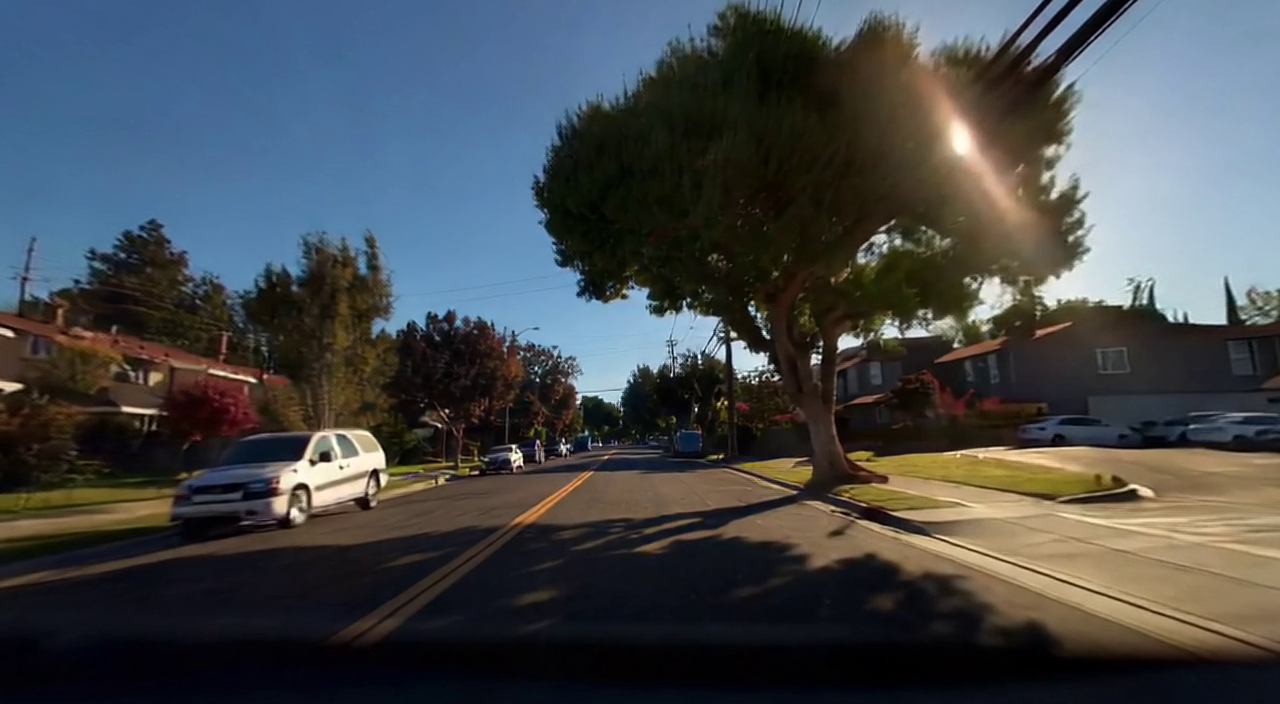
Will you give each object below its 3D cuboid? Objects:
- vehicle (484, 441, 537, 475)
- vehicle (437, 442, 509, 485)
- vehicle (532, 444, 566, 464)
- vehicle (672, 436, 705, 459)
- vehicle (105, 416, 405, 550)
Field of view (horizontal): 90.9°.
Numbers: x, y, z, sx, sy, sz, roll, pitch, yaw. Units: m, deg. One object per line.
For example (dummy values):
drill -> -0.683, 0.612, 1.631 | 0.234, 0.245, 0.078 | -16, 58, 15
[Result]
vehicle -> -6.703, 5.520, 33.172 | 1.887, 1.514, 4.436 | -1, -6, 0
vehicle -> -7.018, 4.707, 27.035 | 1.852, 1.510, 4.812 | -1, -7, 0
vehicle -> -6.921, 7.751, 48.220 | 1.805, 1.431, 4.646 | 0, -8, 1
vehicle -> 3.247, 6.496, 42.926 | 1.943, 1.469, 4.504 | 0, -8, 0
vehicle -> -6.905, 2.351, 12.535 | 2.144, 1.955, 6.159 | 0, -7, -1
